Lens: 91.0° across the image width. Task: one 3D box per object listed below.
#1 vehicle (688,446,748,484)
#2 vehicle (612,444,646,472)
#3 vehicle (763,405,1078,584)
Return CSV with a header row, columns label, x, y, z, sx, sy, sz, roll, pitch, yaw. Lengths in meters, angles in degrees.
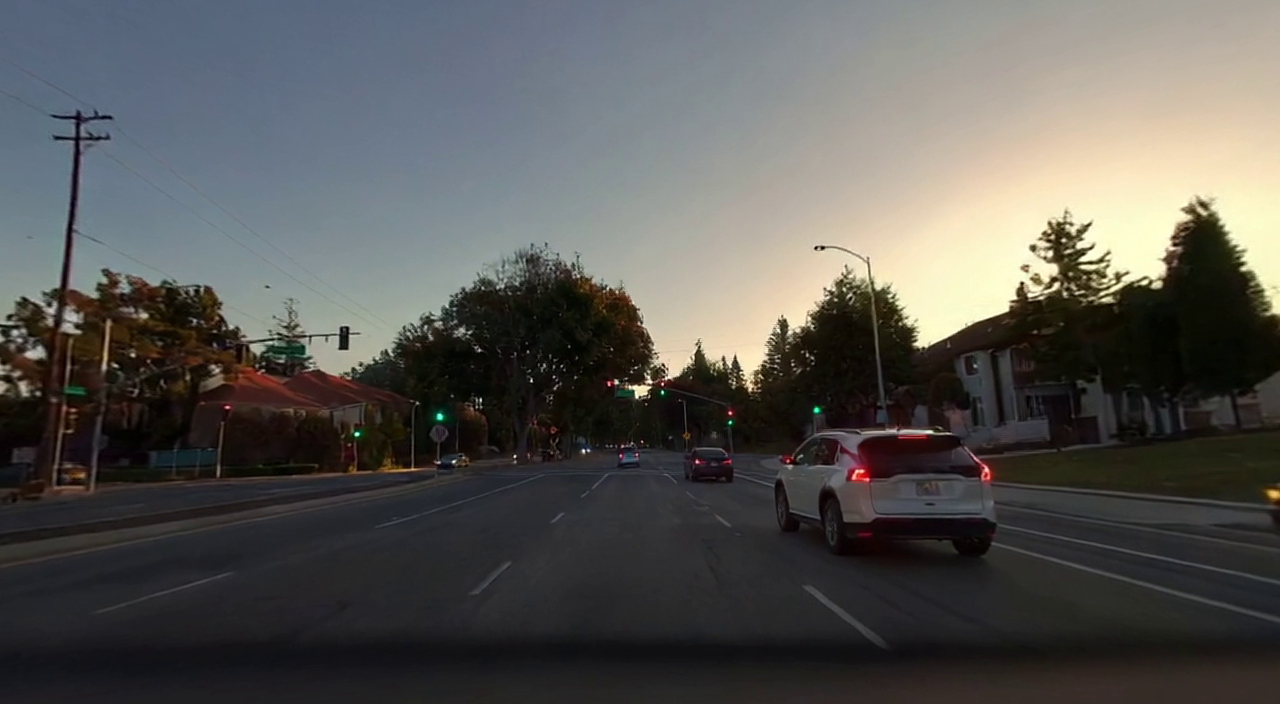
label,x,y,z,sx,sy,sz,roll,pitch,yaw
vehicle,3.124,4.636,26.119,1.889,1.451,4.180,0,-9,-1
vehicle,-0.767,7.003,41.781,2.146,1.685,4.003,0,-9,-2
vehicle,3.247,1.767,8.636,2.129,1.761,4.610,0,-9,-1
